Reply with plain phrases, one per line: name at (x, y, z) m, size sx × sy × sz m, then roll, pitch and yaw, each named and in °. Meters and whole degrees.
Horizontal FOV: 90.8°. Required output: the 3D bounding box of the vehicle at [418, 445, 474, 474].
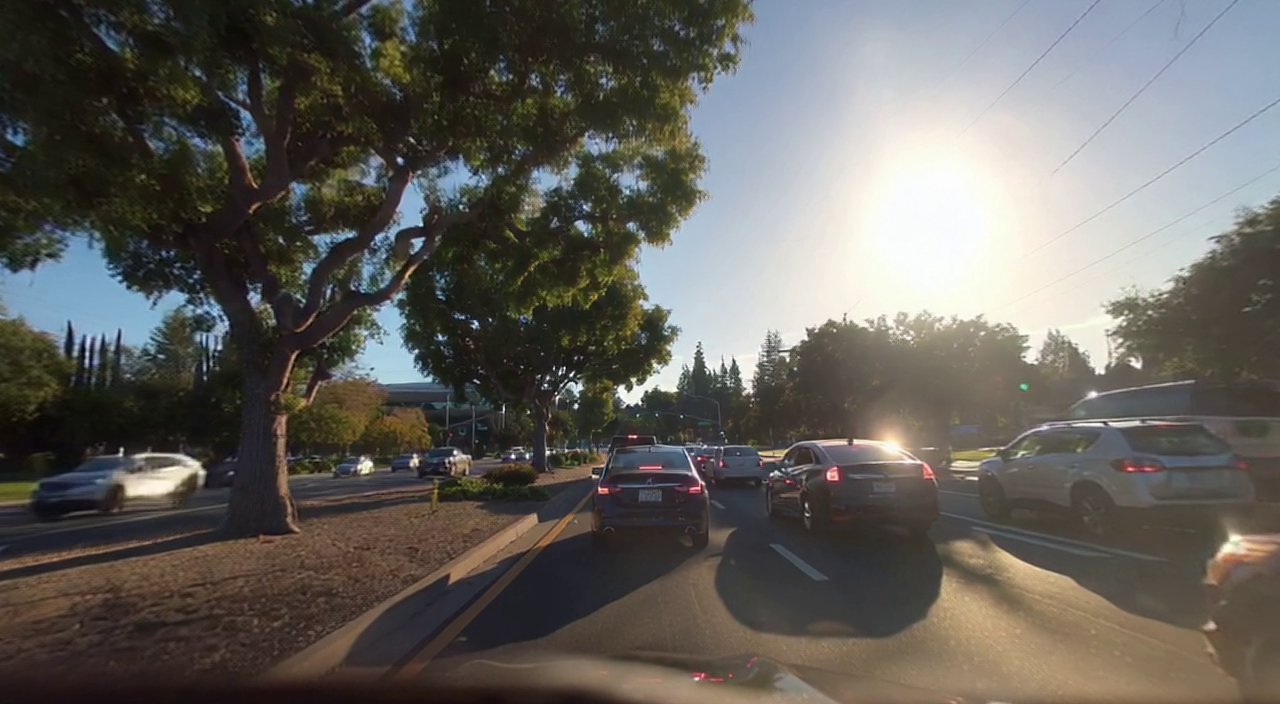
vehicle at (-11.824, 6.562, 38.758) m, size 1.980 × 1.675 × 4.581 m, roll 0°, pitch -9°, yaw 0°

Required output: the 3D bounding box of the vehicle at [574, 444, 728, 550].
vehicle at (0.087, 2.178, 10.219) m, size 1.990 × 1.347 × 4.067 m, roll 0°, pitch -9°, yaw -2°

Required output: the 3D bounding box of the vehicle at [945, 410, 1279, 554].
vehicle at (6.914, 1.906, 9.916) m, size 1.987 × 1.730 × 4.373 m, roll 0°, pitch -9°, yaw -1°

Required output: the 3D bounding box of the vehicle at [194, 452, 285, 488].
vehicle at (-22.347, 6.559, 35.493) m, size 2.034 × 1.798 × 4.734 m, roll 0°, pitch -9°, yaw -1°

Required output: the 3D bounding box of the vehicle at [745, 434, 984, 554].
vehicle at (3.180, 2.115, 10.284) m, size 1.970 × 1.445 × 4.974 m, roll 0°, pitch -9°, yaw -1°

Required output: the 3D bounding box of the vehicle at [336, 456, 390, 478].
vehicle at (-18.580, 7.705, 42.558) m, size 1.798 × 1.333 × 3.944 m, roll 0°, pitch -9°, yaw 0°

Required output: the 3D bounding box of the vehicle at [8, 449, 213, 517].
vehicle at (-15.523, 3.811, 18.981) m, size 2.080 × 1.738 × 4.686 m, roll 0°, pitch -9°, yaw -1°
